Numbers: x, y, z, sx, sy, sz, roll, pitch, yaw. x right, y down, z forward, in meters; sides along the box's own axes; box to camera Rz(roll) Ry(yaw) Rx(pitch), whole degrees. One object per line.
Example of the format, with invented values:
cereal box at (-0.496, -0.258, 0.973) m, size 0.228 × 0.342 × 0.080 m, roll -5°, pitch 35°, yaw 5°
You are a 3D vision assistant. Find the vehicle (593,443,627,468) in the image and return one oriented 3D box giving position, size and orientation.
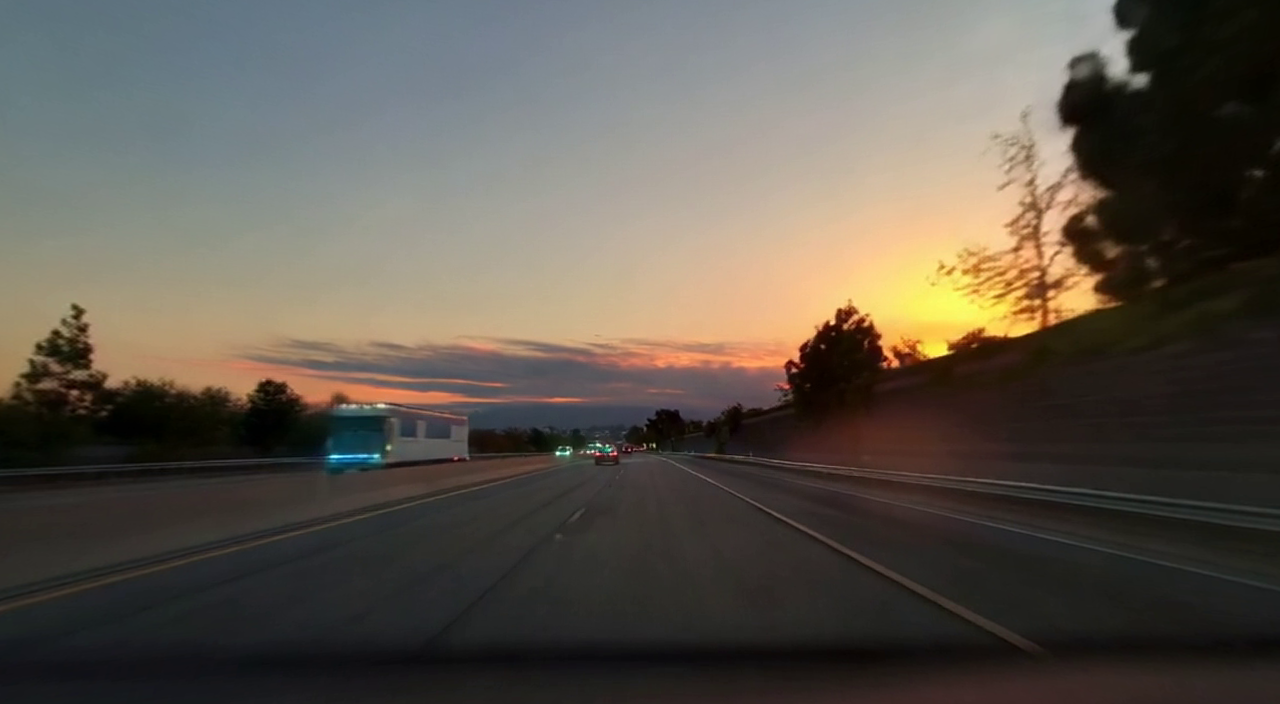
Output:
vehicle at (-1.973, 6.926, 42.347) m, size 2.050 × 1.530 × 4.144 m, roll 0°, pitch -8°, yaw 0°

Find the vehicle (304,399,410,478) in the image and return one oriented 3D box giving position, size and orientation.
vehicle at (-15.384, 4.765, 34.806) m, size 3.041 × 3.945 × 5.899 m, roll 0°, pitch -8°, yaw 0°
